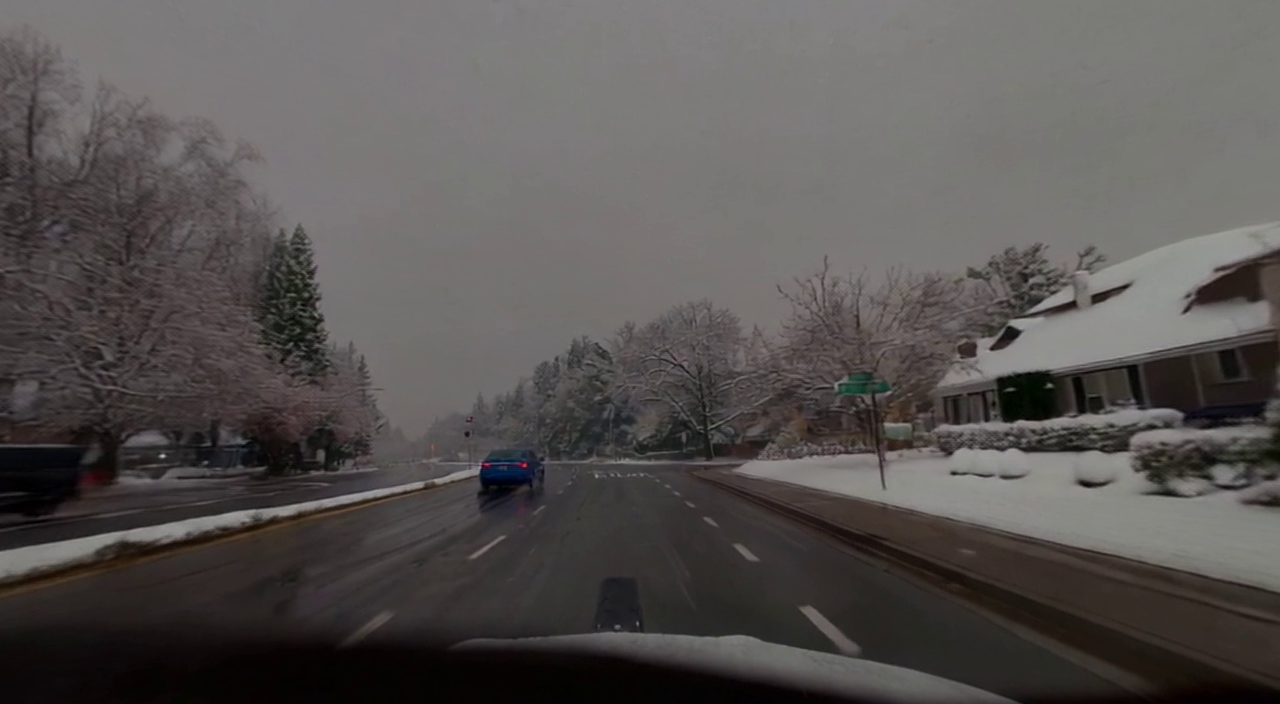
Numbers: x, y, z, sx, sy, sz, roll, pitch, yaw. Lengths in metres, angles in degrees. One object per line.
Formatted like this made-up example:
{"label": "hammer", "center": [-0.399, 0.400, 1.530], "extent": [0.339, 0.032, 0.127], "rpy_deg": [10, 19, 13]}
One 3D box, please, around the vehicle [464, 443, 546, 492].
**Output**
{"label": "vehicle", "center": [-4.563, 3.954, 22.116], "extent": [1.980, 1.508, 4.502], "rpy_deg": [0, -8, -2]}
